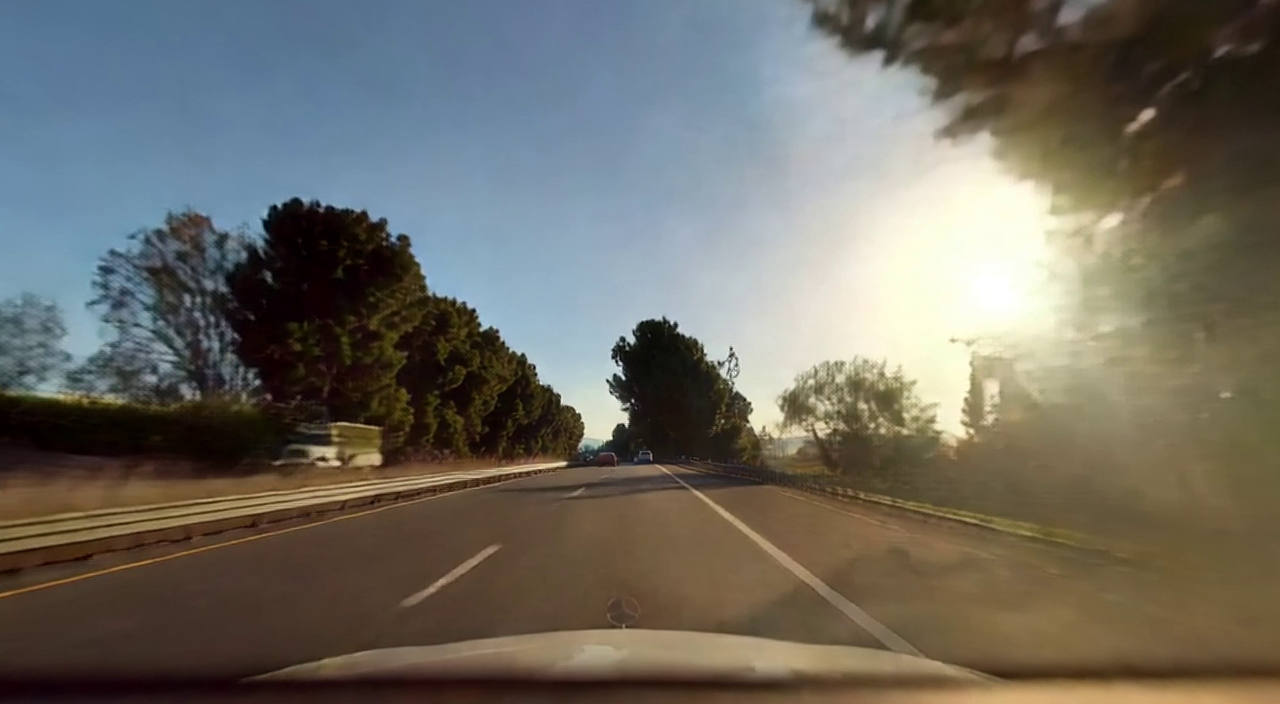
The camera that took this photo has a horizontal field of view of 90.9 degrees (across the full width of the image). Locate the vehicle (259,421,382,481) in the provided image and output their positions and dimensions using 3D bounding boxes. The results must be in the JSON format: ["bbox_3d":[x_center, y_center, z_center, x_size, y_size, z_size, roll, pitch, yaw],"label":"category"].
[{"bbox_3d":[-16.693,5.274,33.620,2.588,2.812,7.119,0,-9,1],"label":"vehicle"}]
